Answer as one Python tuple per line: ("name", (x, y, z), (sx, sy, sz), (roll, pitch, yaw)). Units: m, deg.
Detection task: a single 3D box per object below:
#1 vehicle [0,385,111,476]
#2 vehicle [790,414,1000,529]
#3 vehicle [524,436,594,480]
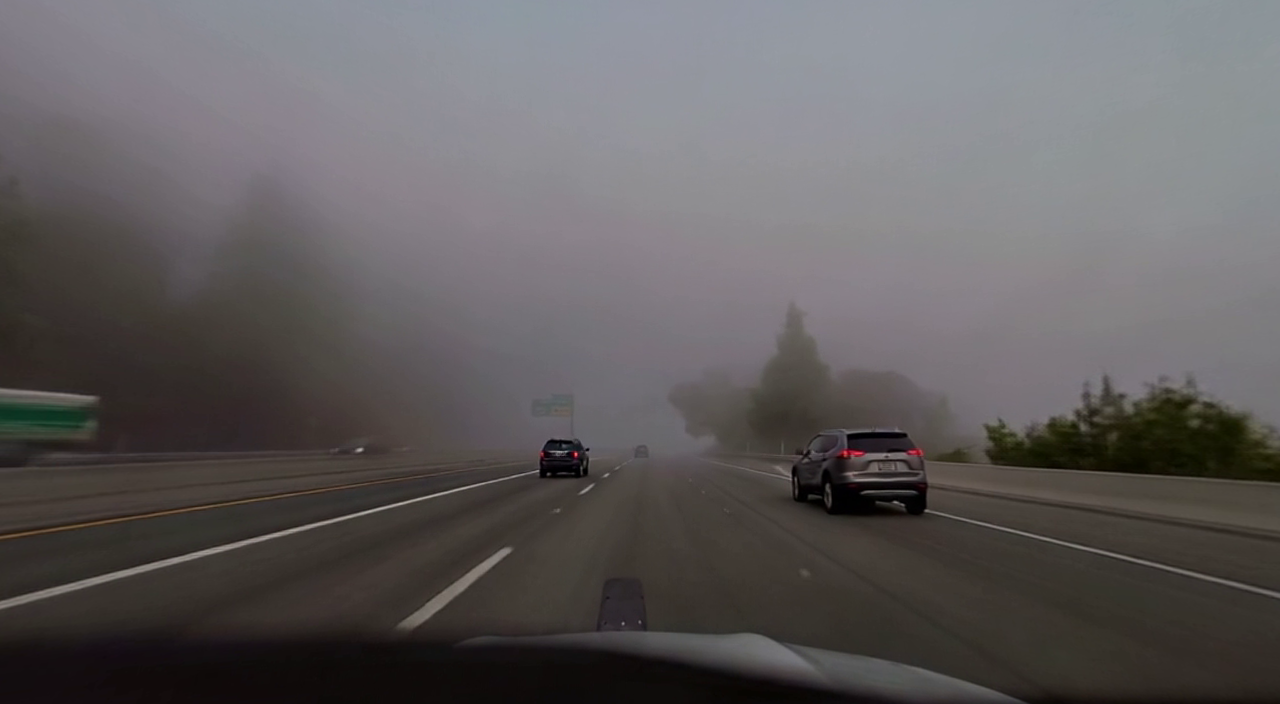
("vehicle", (-28.473, 3.254, 26.013), (2.921, 3.789, 11.393), (0, -8, 2))
("vehicle", (4.568, 2.222, 12.203), (2.149, 1.796, 4.487), (0, -8, 0))
("vehicle", (-3.176, 4.275, 25.546), (2.166, 1.608, 4.297), (0, -8, 1))
